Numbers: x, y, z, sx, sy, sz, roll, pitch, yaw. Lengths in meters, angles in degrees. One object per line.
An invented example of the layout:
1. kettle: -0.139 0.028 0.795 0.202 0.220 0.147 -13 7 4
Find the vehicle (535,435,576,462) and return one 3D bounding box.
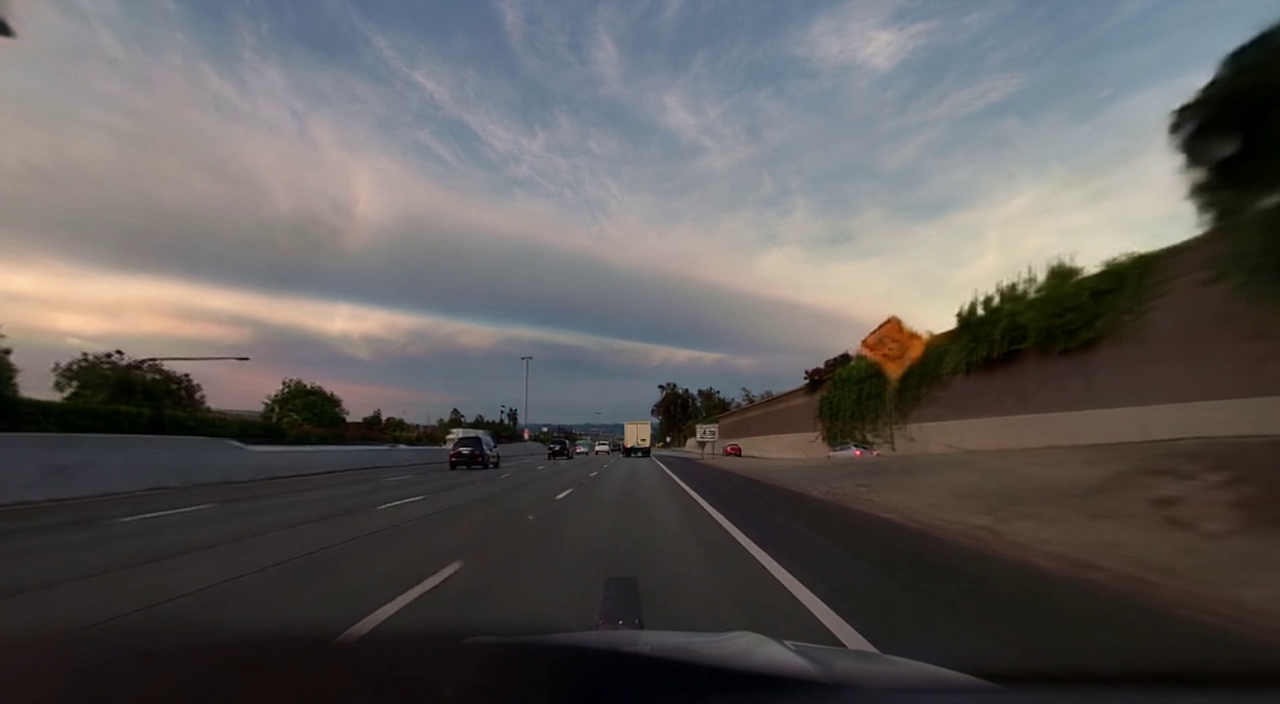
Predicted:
1. vehicle: -6.600 7.665 49.999 2.502 1.997 5.697 0 -9 0

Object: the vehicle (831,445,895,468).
1. vehicle: 15.020 7.062 42.710 2.075 1.510 4.569 2 -9 -10

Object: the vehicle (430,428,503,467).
1. vehicle: -10.510 5.898 38.911 2.571 2.169 6.443 0 -9 1
